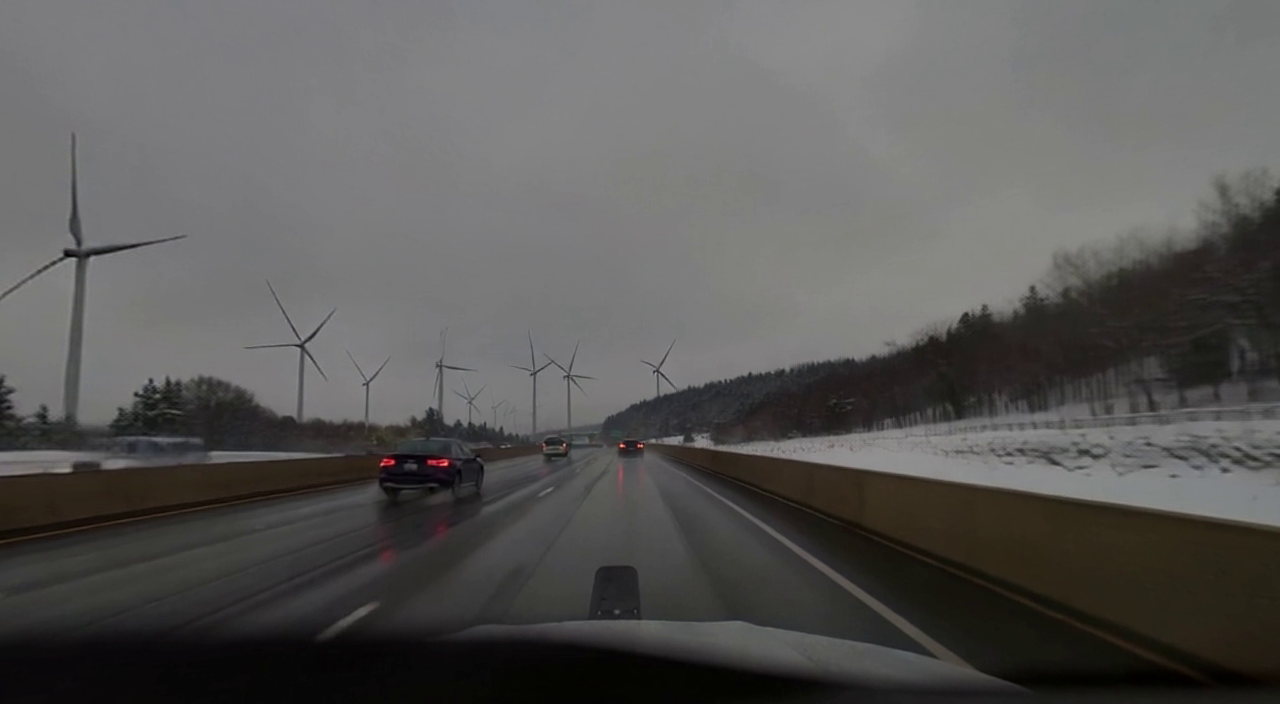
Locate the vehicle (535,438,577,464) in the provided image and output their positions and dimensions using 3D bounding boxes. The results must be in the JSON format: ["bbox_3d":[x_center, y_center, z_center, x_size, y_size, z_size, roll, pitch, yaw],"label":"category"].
[{"bbox_3d":[-4.940,5.857,37.524,2.059,1.436,3.802,0,-8,-1],"label":"vehicle"}]

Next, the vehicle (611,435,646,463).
[{"bbox_3d":[-0.683,5.789,37.751,2.027,1.550,3.607,0,-8,-1],"label":"vehicle"}]

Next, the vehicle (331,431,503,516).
[{"bbox_3d":[-4.423,2.456,13.433,1.998,1.468,4.635,0,-8,0],"label":"vehicle"}]

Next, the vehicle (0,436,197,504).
[{"bbox_3d":[-14.969,3.124,17.340,2.009,1.578,4.910,0,-8,-1],"label":"vehicle"}]
